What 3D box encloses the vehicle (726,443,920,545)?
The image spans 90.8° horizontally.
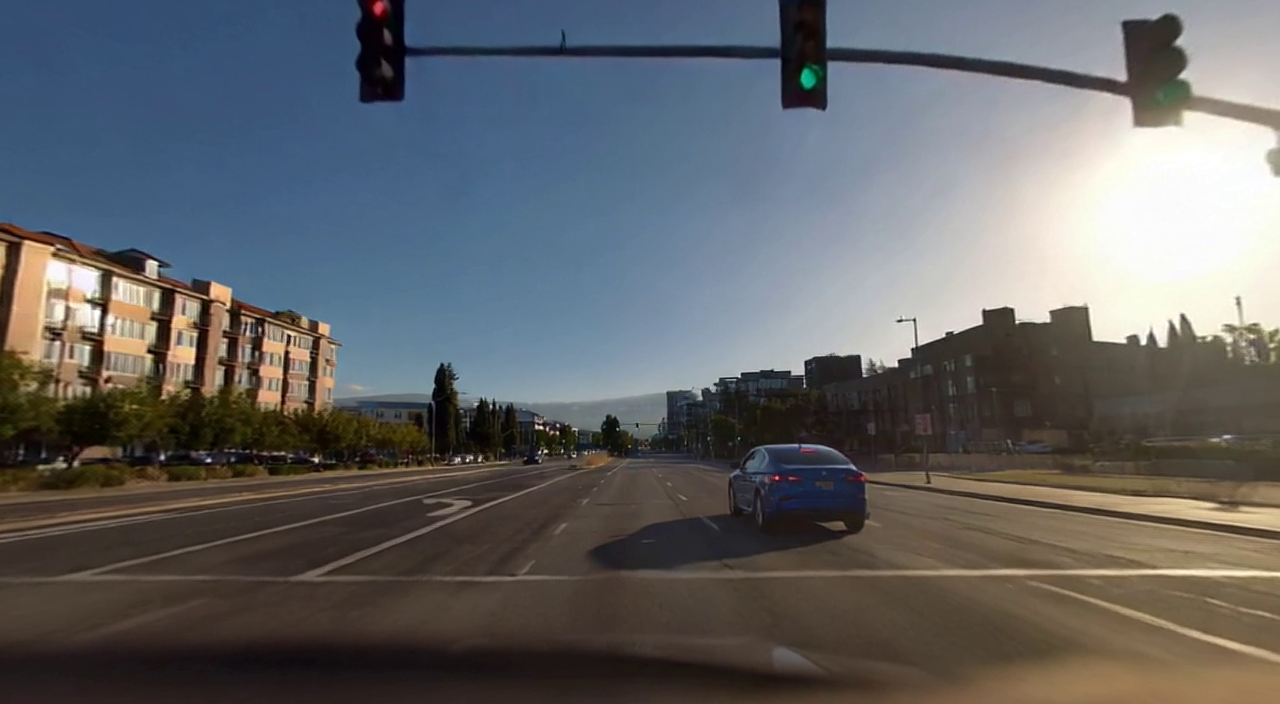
[{"bbox_3d":[2.980,2.412,11.519,2.015,1.455,4.615,0,-9,-2],"label":"vehicle"}]
